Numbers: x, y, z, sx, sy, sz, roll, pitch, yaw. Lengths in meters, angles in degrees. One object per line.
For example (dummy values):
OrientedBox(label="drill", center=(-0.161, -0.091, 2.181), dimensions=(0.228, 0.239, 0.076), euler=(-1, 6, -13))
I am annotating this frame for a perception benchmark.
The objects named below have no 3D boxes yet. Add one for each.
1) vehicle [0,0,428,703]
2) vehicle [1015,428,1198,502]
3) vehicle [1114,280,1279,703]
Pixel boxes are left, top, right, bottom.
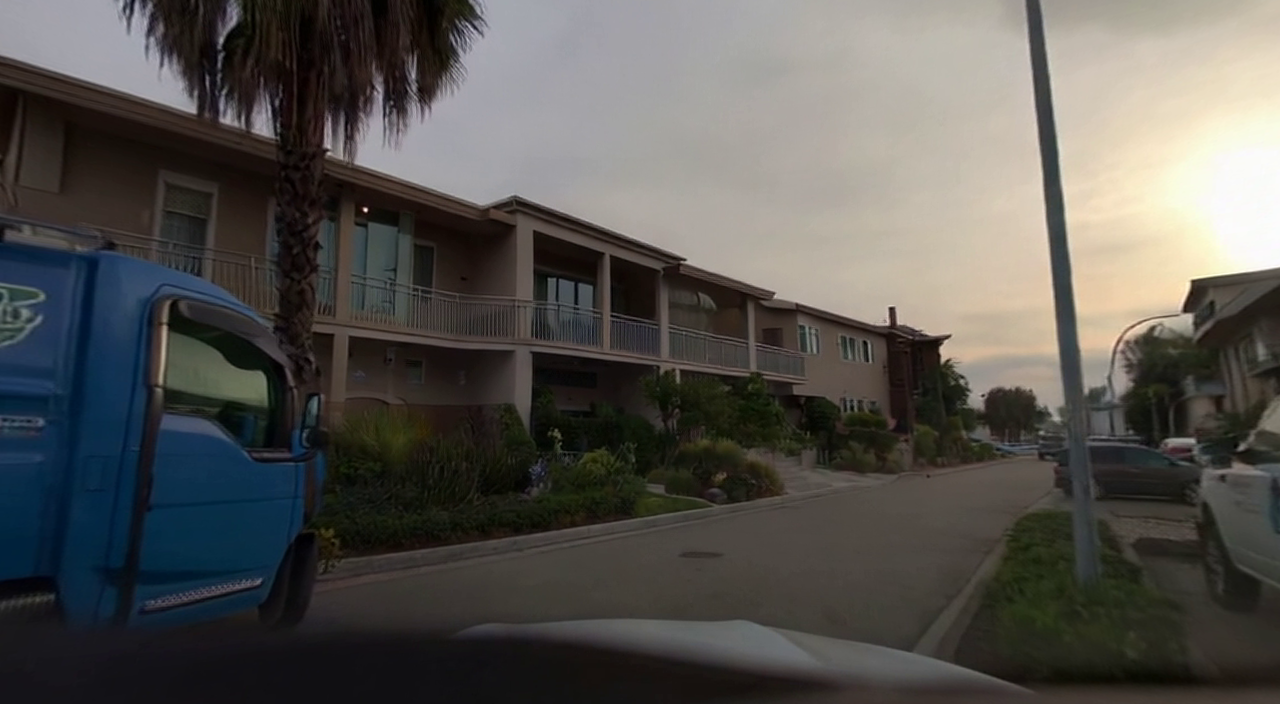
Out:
OrientedBox(label="vehicle", center=(-5.549, -0.507, 0.210), dimensions=(2.998, 3.659, 10.517), euler=(-6, -10, 34))
OrientedBox(label="vehicle", center=(19.290, 4.584, 26.419), dimensions=(5.872, 2.468, 2.864), euler=(-2, -8, 38))
OrientedBox(label="vehicle", center=(4.811, 0.860, 3.657), dimensions=(2.418, 2.078, 5.866), euler=(-5, -10, 29))
